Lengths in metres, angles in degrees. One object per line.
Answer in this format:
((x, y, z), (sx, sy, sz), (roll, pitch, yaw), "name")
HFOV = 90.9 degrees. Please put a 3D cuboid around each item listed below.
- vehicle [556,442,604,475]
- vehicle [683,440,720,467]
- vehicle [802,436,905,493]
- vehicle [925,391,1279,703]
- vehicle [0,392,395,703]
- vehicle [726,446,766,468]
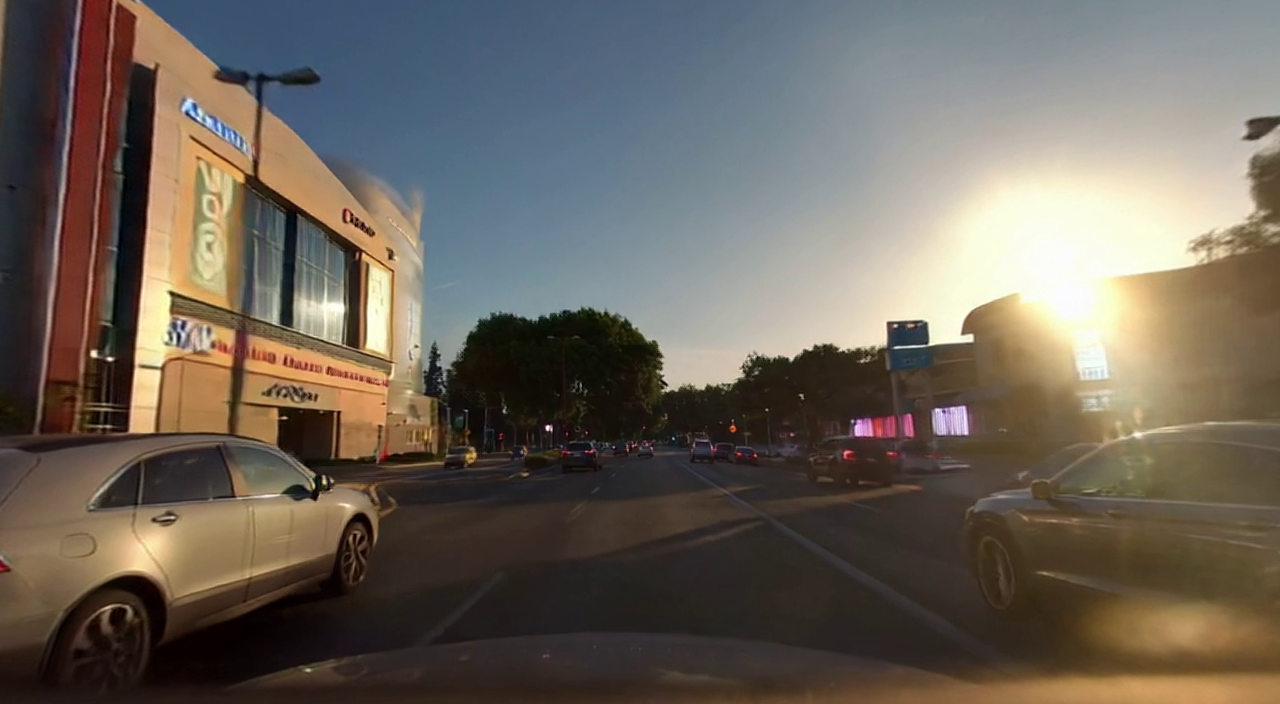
((-2.917, 5.281, 31.589), (1.917, 1.511, 4.436), (0, -8, 1), "vehicle")
((4.166, 6.906, 43.116), (2.007, 1.683, 4.171), (0, -8, -1), "vehicle")
((7.509, 3.981, 22.716), (2.003, 1.789, 4.718), (0, -8, 0), "vehicle")
((3.342, 0.975, 2.842), (1.981, 1.499, 4.536), (0, -8, 0), "vehicle")
((-3.511, 1.089, 3.583), (2.155, 1.504, 4.776), (-1, -8, 2), "vehicle")
((7.630, 7.579, 45.777), (1.976, 1.469, 4.576), (0, -8, -2), "vehicle")
